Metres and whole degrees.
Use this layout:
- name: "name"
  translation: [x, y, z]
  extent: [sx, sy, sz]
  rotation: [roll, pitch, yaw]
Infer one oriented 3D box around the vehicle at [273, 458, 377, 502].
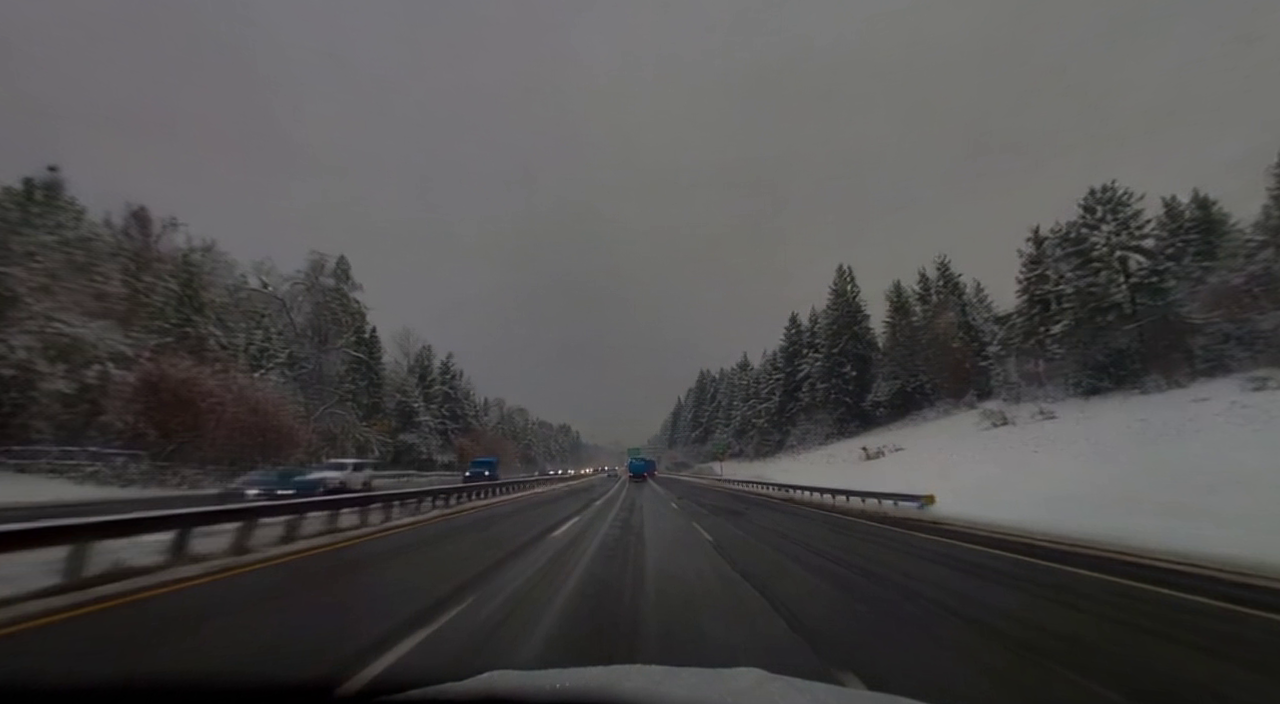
- name: "vehicle"
  translation: [-12.856, 5.275, 26.076]
  extent: [2.058, 1.622, 4.181]
  rotation: [1, -11, 1]
